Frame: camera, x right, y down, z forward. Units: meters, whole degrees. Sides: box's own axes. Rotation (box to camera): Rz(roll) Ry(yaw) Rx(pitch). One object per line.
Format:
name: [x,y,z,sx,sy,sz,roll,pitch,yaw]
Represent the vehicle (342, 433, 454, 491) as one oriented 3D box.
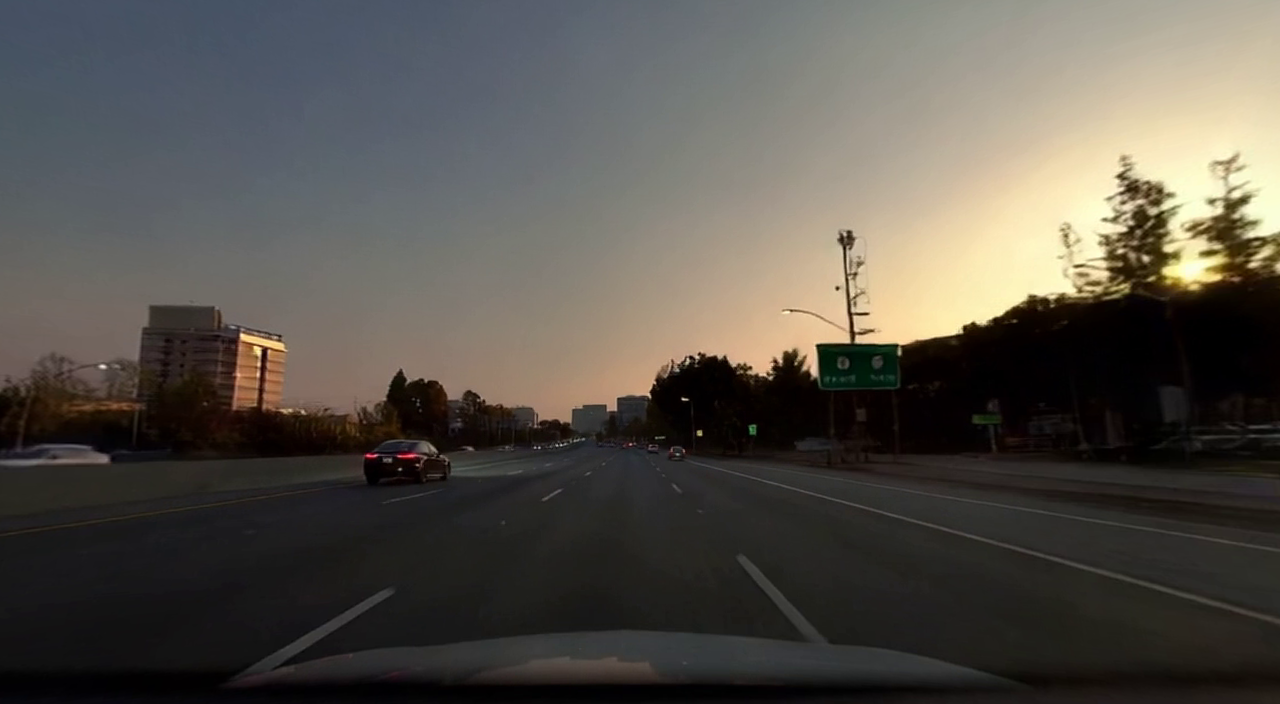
vehicle: [-8.041,3.684,21.480,2.089,1.724,4.327,0,-9,0]
